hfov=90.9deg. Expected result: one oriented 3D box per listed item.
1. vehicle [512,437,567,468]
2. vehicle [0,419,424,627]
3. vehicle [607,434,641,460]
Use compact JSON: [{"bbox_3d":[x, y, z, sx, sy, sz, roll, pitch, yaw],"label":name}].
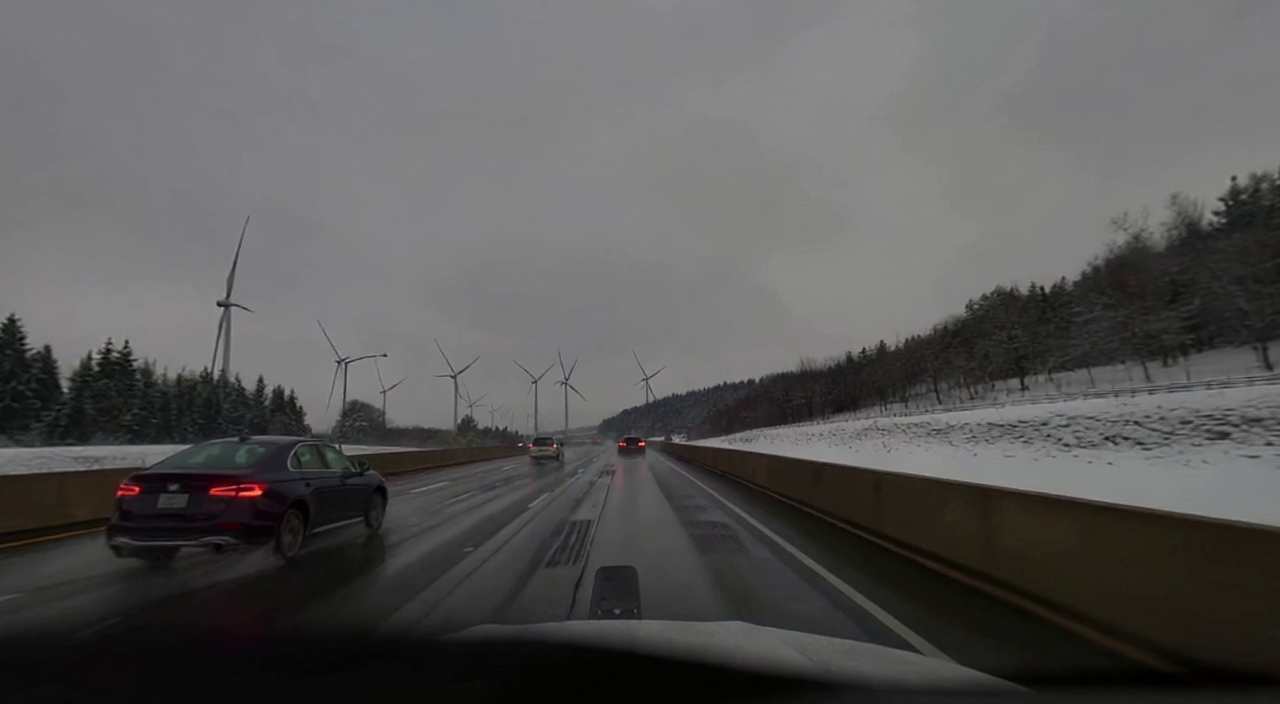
[{"bbox_3d":[-4.820,4.863,30.779,2.059,1.436,3.802,0,-8,-1],"label":"vehicle"},{"bbox_3d":[-4.151,1.533,6.864,1.998,1.468,4.635,0,-8,-1],"label":"vehicle"},{"bbox_3d":[-0.980,5.878,39.109,2.027,1.550,3.607,0,-8,-1],"label":"vehicle"}]
